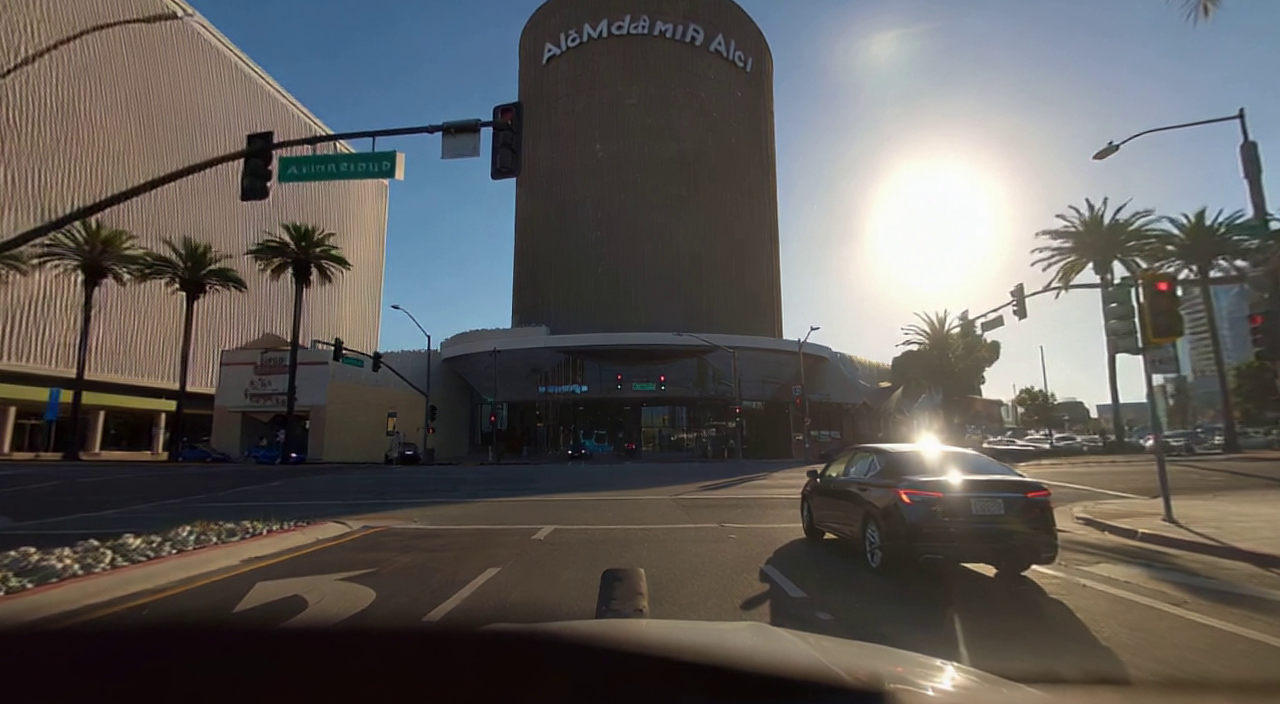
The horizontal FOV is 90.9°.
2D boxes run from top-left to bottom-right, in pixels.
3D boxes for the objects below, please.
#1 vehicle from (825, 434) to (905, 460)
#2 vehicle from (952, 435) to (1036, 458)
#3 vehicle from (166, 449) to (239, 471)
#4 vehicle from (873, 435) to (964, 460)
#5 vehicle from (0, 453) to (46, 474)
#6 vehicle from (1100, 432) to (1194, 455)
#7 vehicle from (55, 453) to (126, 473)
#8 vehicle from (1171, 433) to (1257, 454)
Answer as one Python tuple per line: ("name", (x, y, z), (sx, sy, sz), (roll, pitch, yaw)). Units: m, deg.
("vehicle", (14.999, 6.382, 42.193), (4.648, 1.665, 1.910), (0, -8, -1))
("vehicle", (23.506, 6.292, 41.952), (4.423, 1.465, 1.798), (0, -8, 0))
("vehicle", (-33.244, 8.194, 47.938), (4.136, 1.661, 1.857), (0, -8, 0))
("vehicle", (16.907, 5.797, 38.441), (4.684, 1.461, 1.777), (0, -8, -1))
("vehicle", (-48.061, 8.490, 48.070), (3.786, 1.555, 1.702), (0, -8, 2))
("vehicle", (33.361, 6.023, 41.549), (4.567, 1.458, 1.791), (0, -8, 0))
("vehicle", (-41.748, 8.416, 47.948), (3.698, 1.467, 1.779), (0, -8, 0))
("vehicle", (42.097, 6.733, 46.263), (4.437, 1.469, 1.811), (0, -8, 0))
